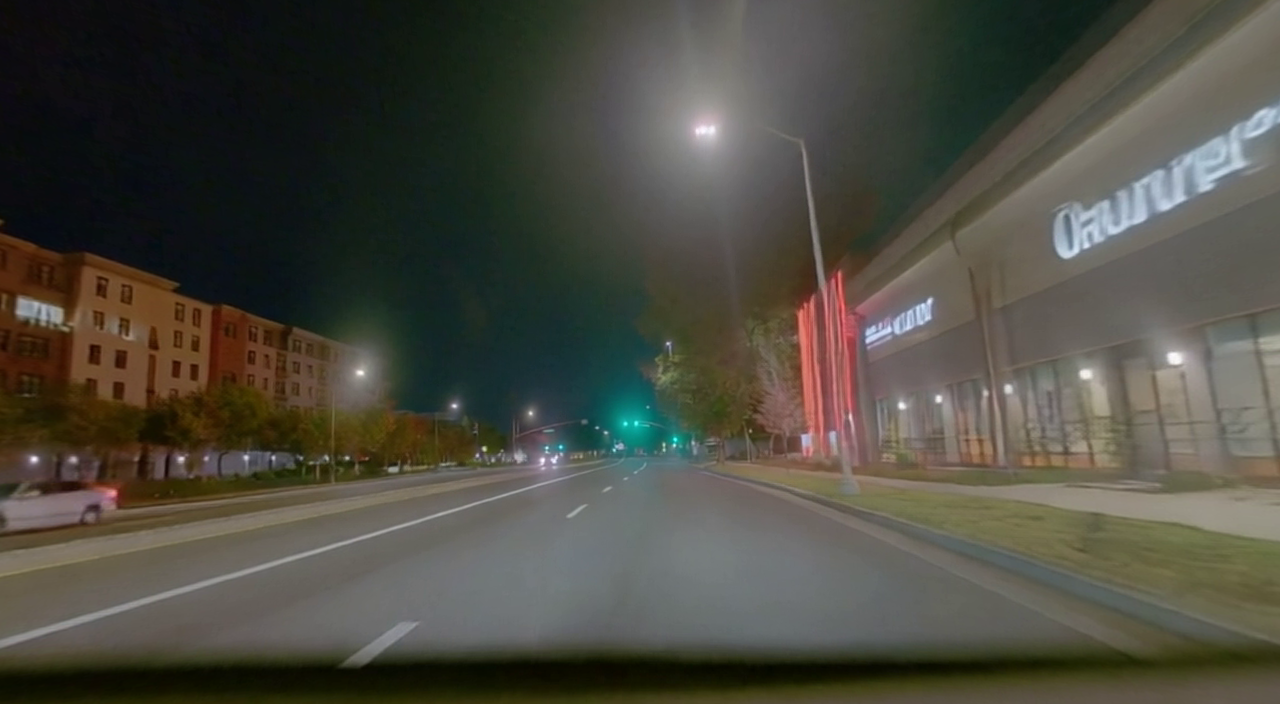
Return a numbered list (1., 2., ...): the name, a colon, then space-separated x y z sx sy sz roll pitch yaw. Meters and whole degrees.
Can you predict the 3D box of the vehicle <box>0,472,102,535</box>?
1. vehicle: -17.119 3.984 16.542 1.834 1.469 4.496 0 -9 2
